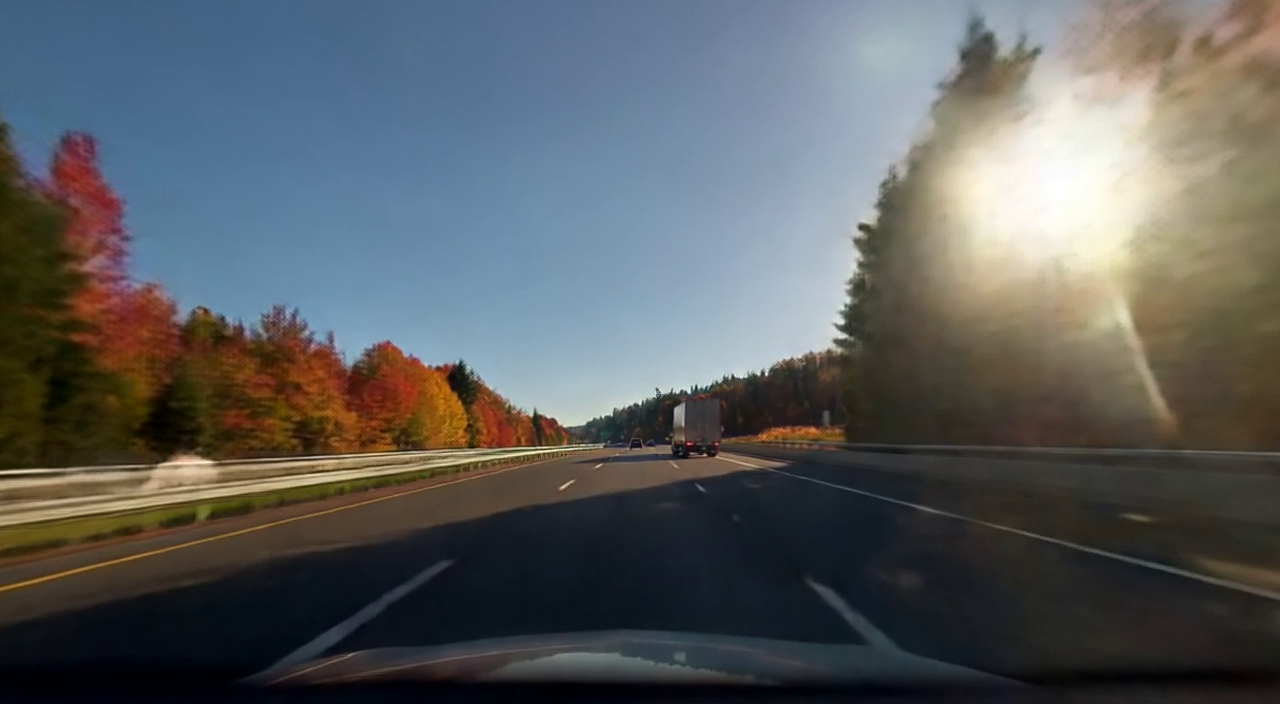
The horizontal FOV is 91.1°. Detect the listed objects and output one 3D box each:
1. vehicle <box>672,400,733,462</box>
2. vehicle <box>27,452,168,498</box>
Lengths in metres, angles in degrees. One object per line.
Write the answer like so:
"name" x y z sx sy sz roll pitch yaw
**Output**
"vehicle" 4.174 5.615 44.253 3.348 3.847 8.908 0 -8 0
"vehicle" -20.427 4.618 23.904 1.785 1.490 4.013 0 -8 -1
